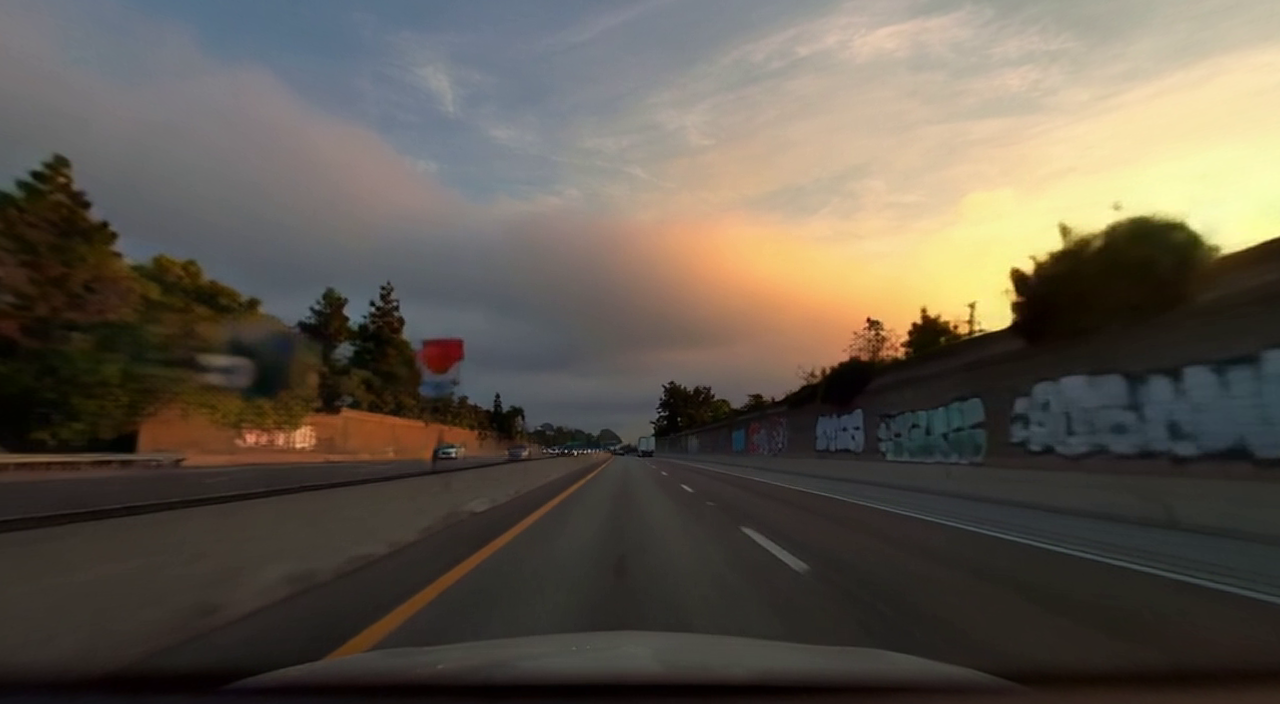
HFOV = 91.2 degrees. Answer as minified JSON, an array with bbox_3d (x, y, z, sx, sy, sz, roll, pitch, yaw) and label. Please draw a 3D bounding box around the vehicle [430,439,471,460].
[{"bbox_3d":[-14.534,7.496,48.291,1.921,1.551,4.132,0,-9,-1],"label":"vehicle"}]
